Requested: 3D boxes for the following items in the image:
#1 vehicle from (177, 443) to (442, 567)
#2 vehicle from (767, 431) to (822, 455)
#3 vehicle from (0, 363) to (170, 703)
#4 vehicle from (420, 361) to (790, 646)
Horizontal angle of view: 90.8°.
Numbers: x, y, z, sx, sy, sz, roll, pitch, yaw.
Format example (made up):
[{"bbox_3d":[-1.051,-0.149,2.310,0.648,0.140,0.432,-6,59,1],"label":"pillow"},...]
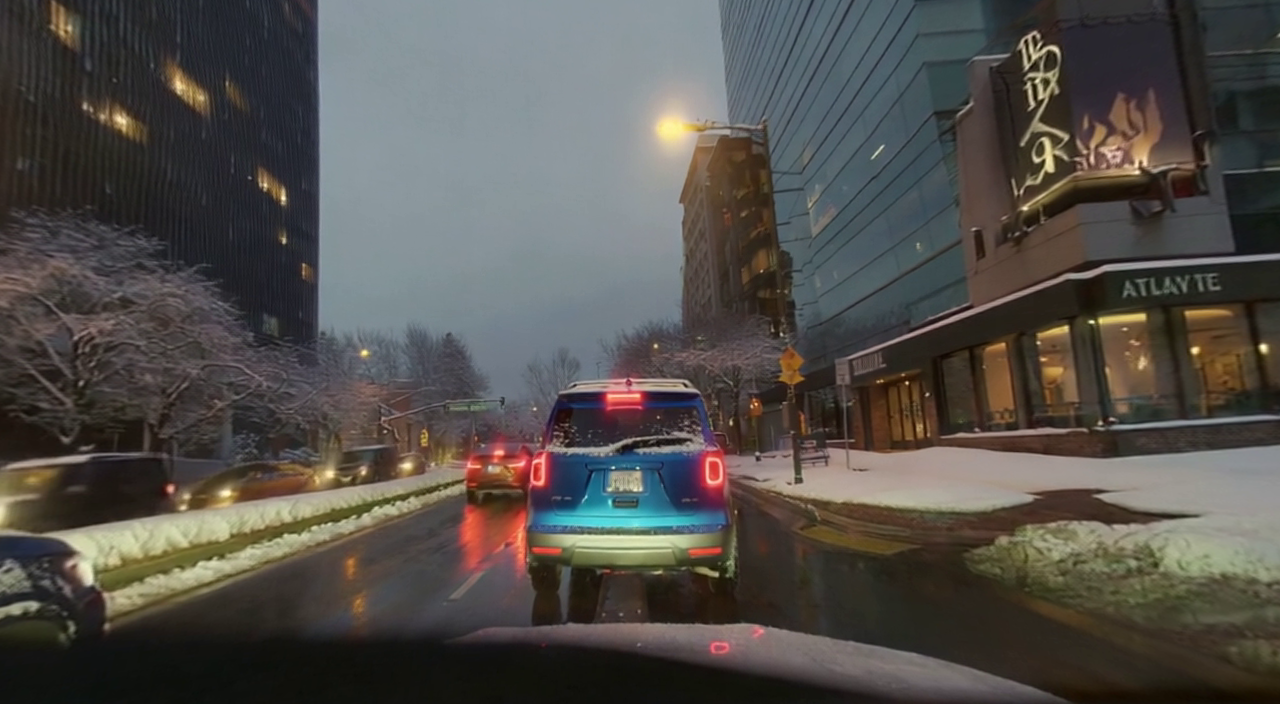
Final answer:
[{"bbox_3d":[-4.656,2.158,9.843,1.876,1.448,4.464,0,-8,-2],"label":"vehicle"},{"bbox_3d":[10.217,6.030,41.635,1.877,1.416,3.965,-8,-12,39],"label":"vehicle"},{"bbox_3d":[-3.188,0.660,0.727,1.971,1.658,4.428,0,-8,-2],"label":"vehicle"},{"bbox_3d":[-0.369,1.343,6.624,2.531,1.930,4.382,0,-8,-4],"label":"vehicle"}]
